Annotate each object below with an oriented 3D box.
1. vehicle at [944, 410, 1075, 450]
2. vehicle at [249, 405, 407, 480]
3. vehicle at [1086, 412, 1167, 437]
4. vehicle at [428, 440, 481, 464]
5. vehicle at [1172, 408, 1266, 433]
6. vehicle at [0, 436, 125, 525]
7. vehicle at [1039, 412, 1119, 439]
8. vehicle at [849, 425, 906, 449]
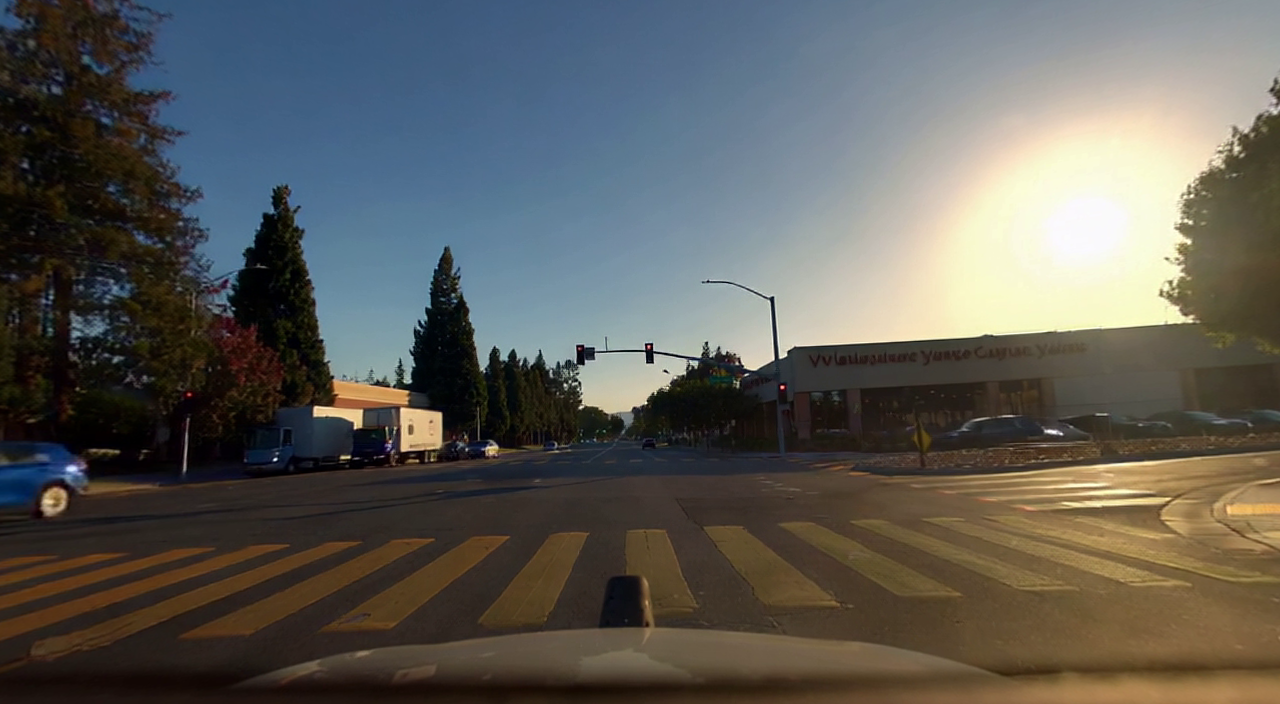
[{"bbox_3d":[16.334,3.490,28.043,4.566,1.670,2.000,0,-8,-3],"label":"vehicle"},{"bbox_3d":[-16.596,5.050,34.967,3.161,3.455,11.058,0,-8,0],"label":"vehicle"},{"bbox_3d":[31.375,4.727,40.800,1.823,1.480,4.003,0,-8,-3],"label":"vehicle"},{"bbox_3d":[-12.077,6.539,41.367,1.996,1.482,4.772,0,-8,0],"label":"vehicle"},{"bbox_3d":[38.351,4.606,41.919,1.715,1.480,4.701,0,-8,-1],"label":"vehicle"},{"bbox_3d":[-11.757,2.196,10.793,1.996,1.489,4.566,0,-8,0],"label":"vehicle"},{"bbox_3d":[28.953,4.901,41.760,2.070,1.652,4.408,0,-8,-1],"label":"vehicle"},{"bbox_3d":[17.416,6.246,46.318,3.329,1.415,1.821,-6,-9,2],"label":"vehicle"}]
